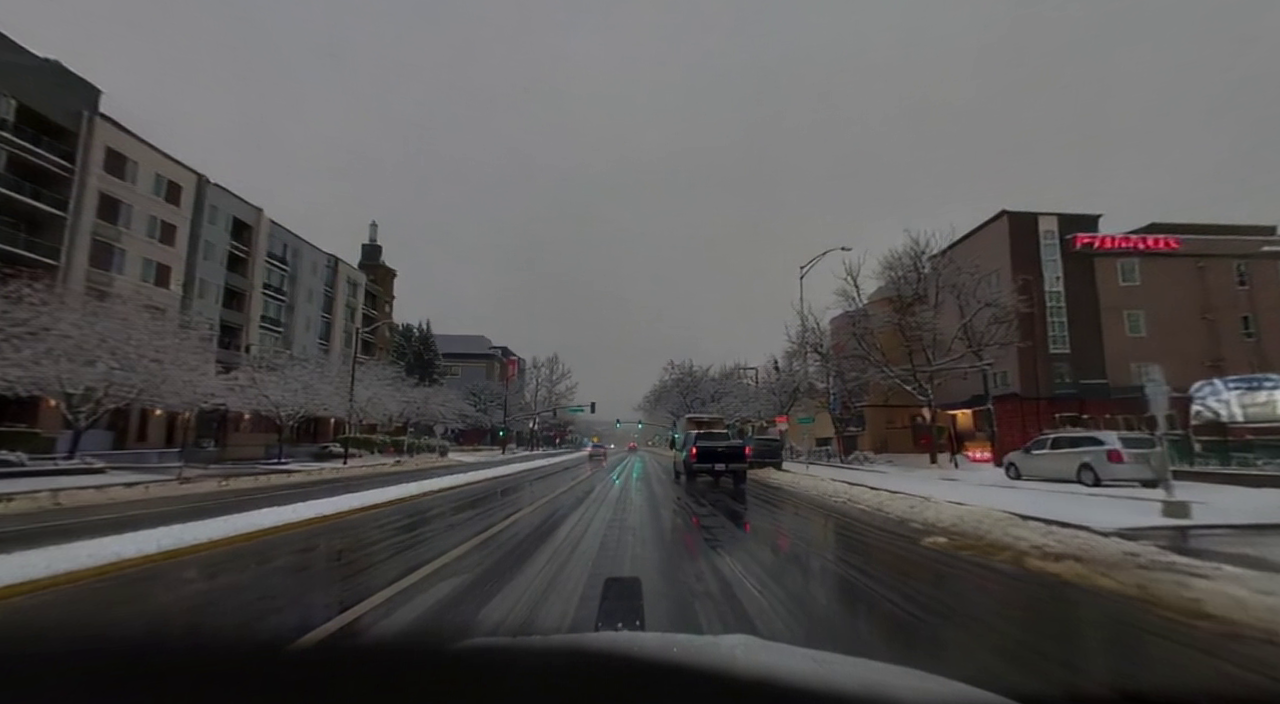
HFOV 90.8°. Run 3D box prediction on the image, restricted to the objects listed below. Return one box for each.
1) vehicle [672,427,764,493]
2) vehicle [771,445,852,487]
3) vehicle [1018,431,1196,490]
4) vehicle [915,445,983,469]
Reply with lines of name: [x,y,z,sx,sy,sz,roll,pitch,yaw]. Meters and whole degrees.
vehicle: [2.281,3.364,19.951,2.130,1.787,5.126,0,-9,-1]
vehicle: [6.480,4.341,24.386,1.795,1.459,4.333,0,-9,-1]
vehicle: [14.558,3.394,20.107,1.975,1.648,4.451,1,-9,-5]
vehicle: [19.860,6.746,40.887,1.780,1.474,4.533,0,-8,-5]
